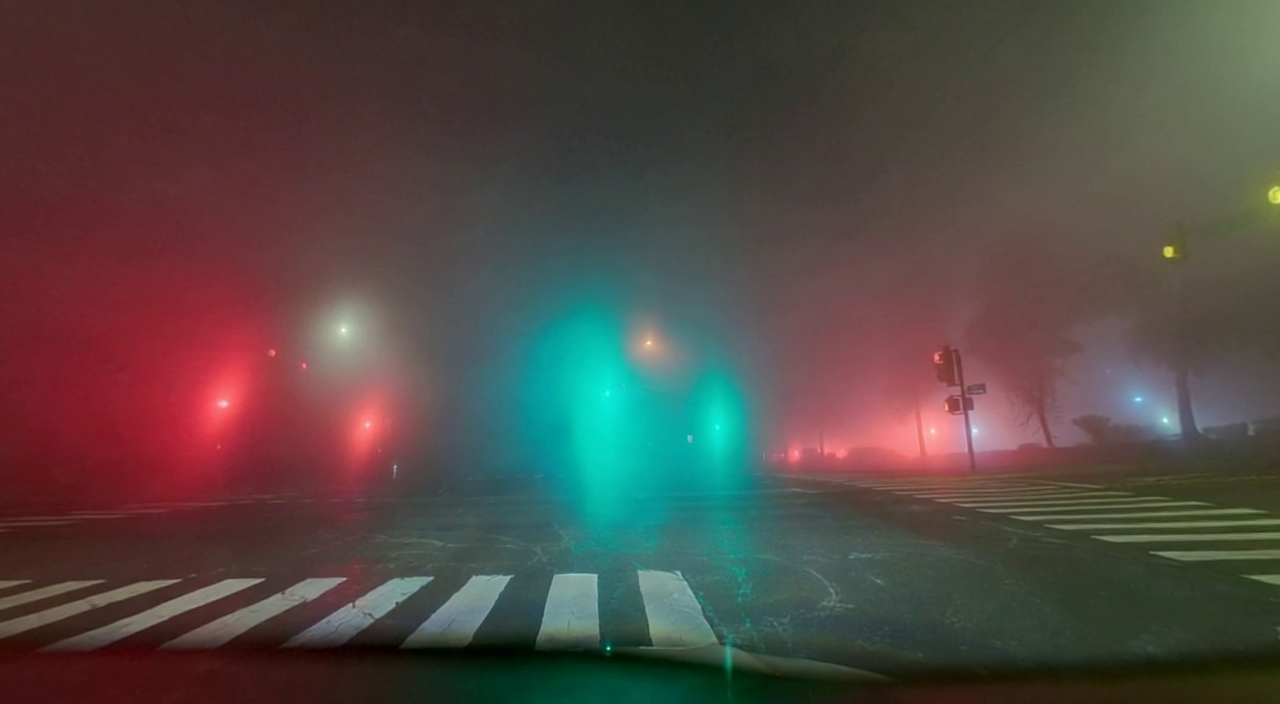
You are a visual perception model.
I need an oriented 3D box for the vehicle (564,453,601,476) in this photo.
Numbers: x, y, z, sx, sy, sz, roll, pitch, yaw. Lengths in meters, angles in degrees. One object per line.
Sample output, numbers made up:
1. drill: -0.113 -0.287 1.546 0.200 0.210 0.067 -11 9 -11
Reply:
1. vehicle: -4.468 8.849 49.857 2.030 1.704 4.205 -1 -8 7
